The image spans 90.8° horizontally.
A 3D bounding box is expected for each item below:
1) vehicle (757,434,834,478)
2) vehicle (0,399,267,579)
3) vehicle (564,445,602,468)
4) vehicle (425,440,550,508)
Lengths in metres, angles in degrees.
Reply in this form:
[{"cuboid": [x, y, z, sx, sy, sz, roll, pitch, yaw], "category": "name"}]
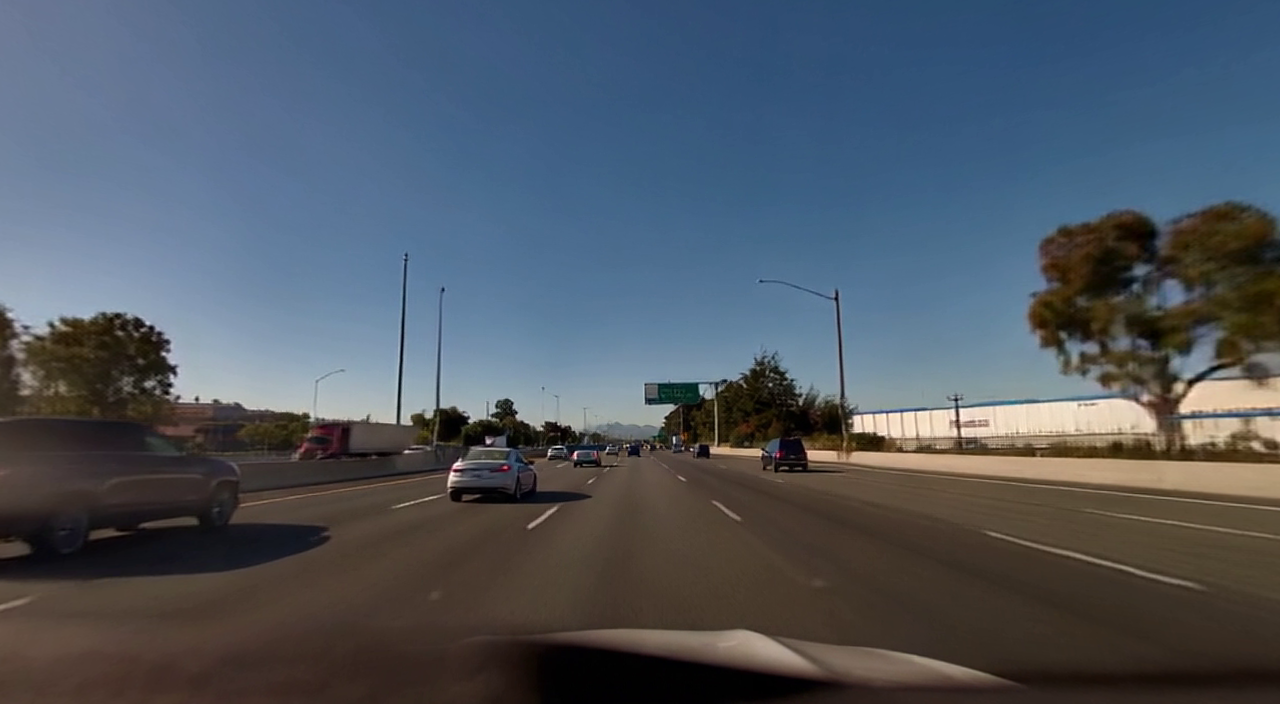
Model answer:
[{"cuboid": [6.839, 4.638, 28.330, 2.147, 1.769, 4.666, 0, -9, -2], "category": "vehicle"}, {"cuboid": [-7.584, 1.677, 8.281, 2.310, 1.787, 4.955, 0, -9, 0], "category": "vehicle"}, {"cuboid": [-3.701, 6.864, 41.647, 2.078, 1.464, 4.093, 0, -9, 0], "category": "vehicle"}, {"cuboid": [-3.691, 3.052, 16.283, 2.047, 1.469, 4.614, 0, -9, 0], "category": "vehicle"}]
